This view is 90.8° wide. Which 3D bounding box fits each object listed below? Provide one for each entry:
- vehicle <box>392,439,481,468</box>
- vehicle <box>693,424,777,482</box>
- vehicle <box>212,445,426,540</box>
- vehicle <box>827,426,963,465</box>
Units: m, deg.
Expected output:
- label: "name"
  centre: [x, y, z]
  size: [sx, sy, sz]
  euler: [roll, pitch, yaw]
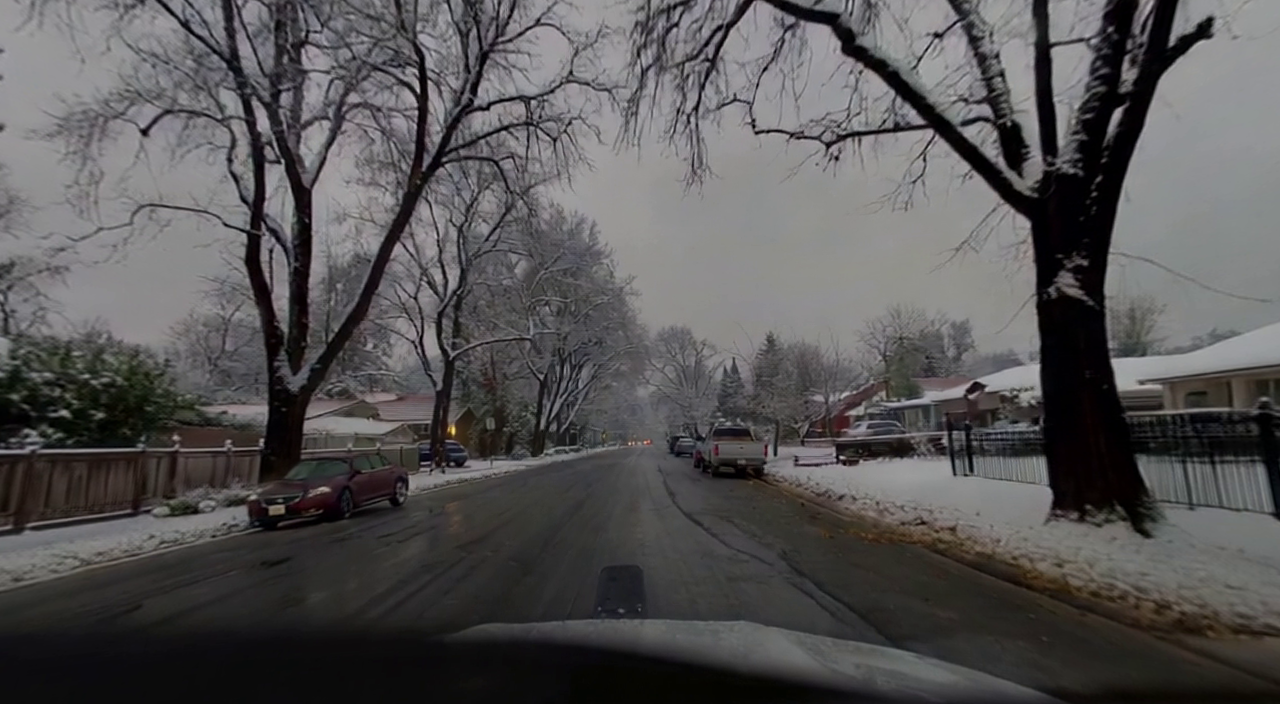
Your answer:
- label: "vehicle"
  centre: [-12.847, 6.411, 40.045]
  size: [4.928, 1.797, 1.981]
  euler: [0, -8, 2]
- label: "vehicle"
  centre: [3.316, 3.656, 23.243]
  size: [2.241, 1.875, 5.059]
  euler: [0, -8, -1]
- label: "vehicle"
  centre: [-6.268, 2.732, 13.032]
  size: [2.099, 1.399, 4.357]
  euler: [-4, -7, 1]
- label: "vehicle"
  centre: [10.608, 3.955, 26.736]
  size: [5.041, 1.486, 1.969]
  euler: [-3, -9, 14]
